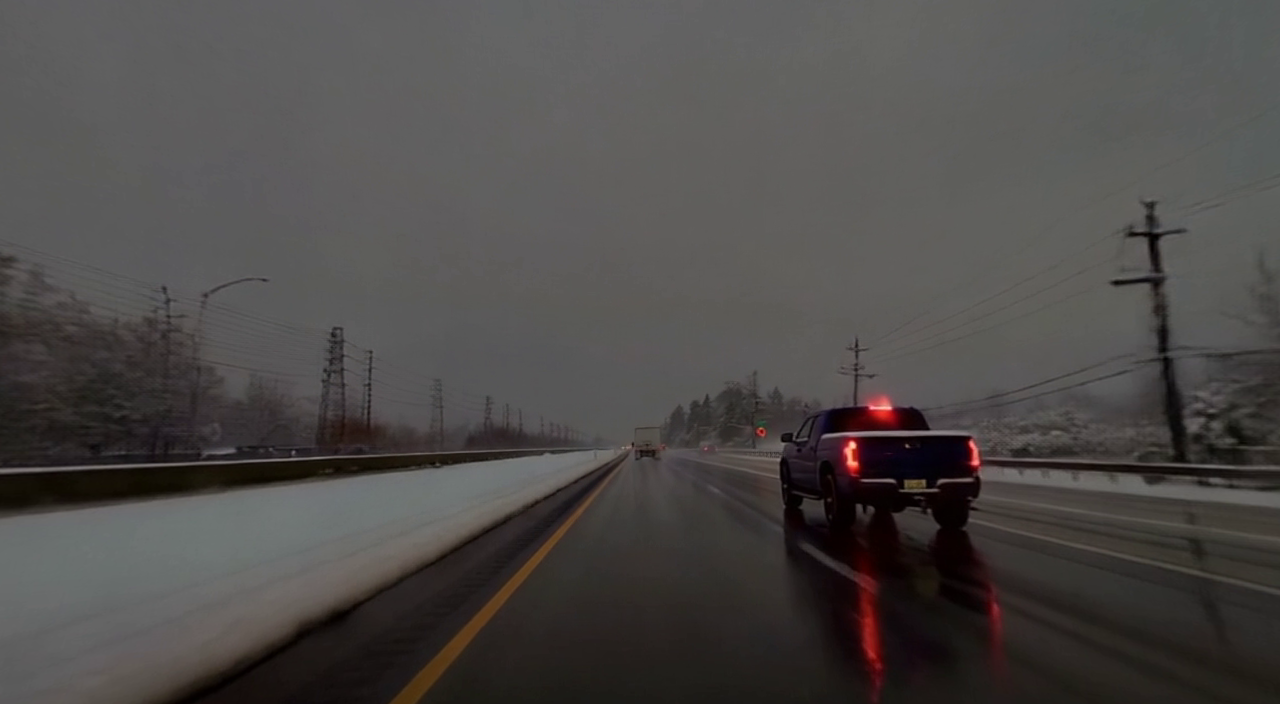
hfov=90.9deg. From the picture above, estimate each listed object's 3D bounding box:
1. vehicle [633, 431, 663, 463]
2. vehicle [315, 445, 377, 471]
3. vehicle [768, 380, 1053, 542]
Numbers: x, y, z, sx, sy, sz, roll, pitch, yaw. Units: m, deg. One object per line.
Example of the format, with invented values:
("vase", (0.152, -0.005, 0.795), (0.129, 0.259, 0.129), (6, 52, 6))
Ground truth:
("vehicle", (0.552, 7.197, 47.762), (2.099, 2.260, 4.899), (0, -8, -1))
("vehicle", (-18.842, 6.800, 40.648), (1.973, 1.597, 4.252), (0, -8, 0))
("vehicle", (4.187, 1.871, 11.336), (2.594, 2.155, 5.670), (0, -8, 0))
